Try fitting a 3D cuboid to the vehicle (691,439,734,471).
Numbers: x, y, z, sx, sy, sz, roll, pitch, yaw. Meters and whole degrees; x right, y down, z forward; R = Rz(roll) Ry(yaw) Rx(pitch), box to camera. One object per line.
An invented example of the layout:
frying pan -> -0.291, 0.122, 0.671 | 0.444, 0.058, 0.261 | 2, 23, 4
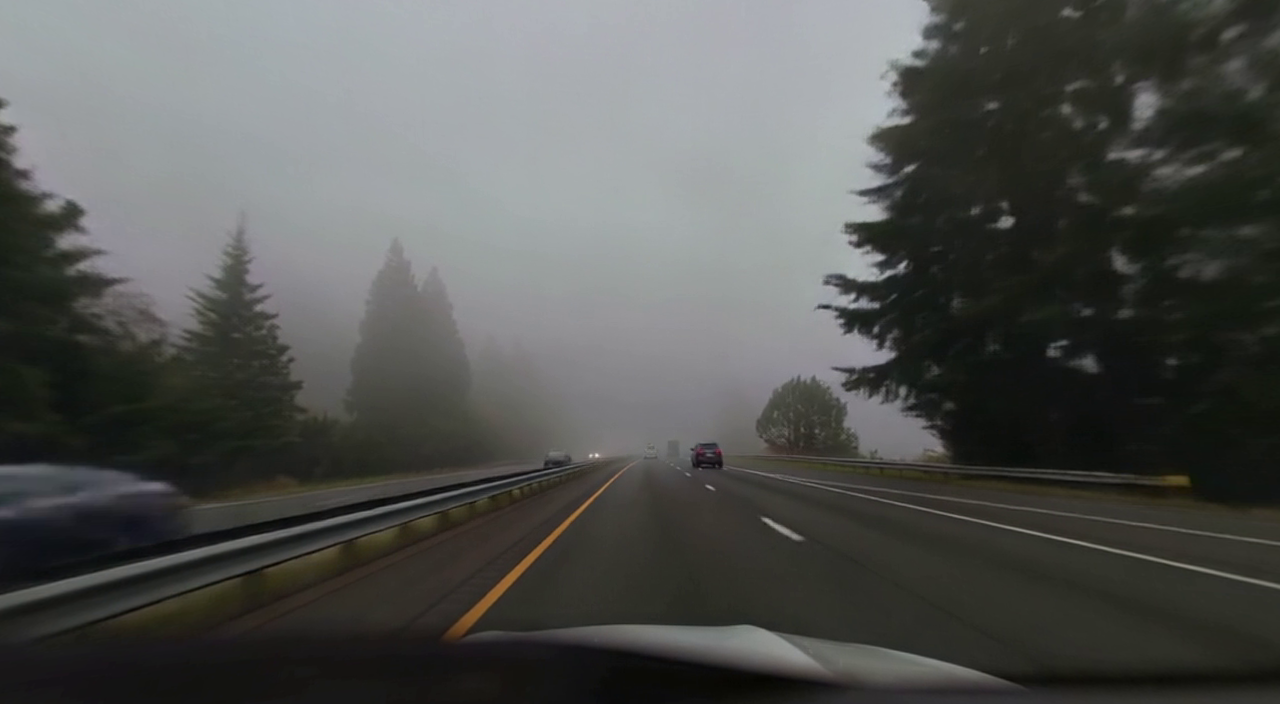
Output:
vehicle -> 4.695, 6.768, 41.505 | 2.189, 2.007, 4.872 | 0, -9, -1
